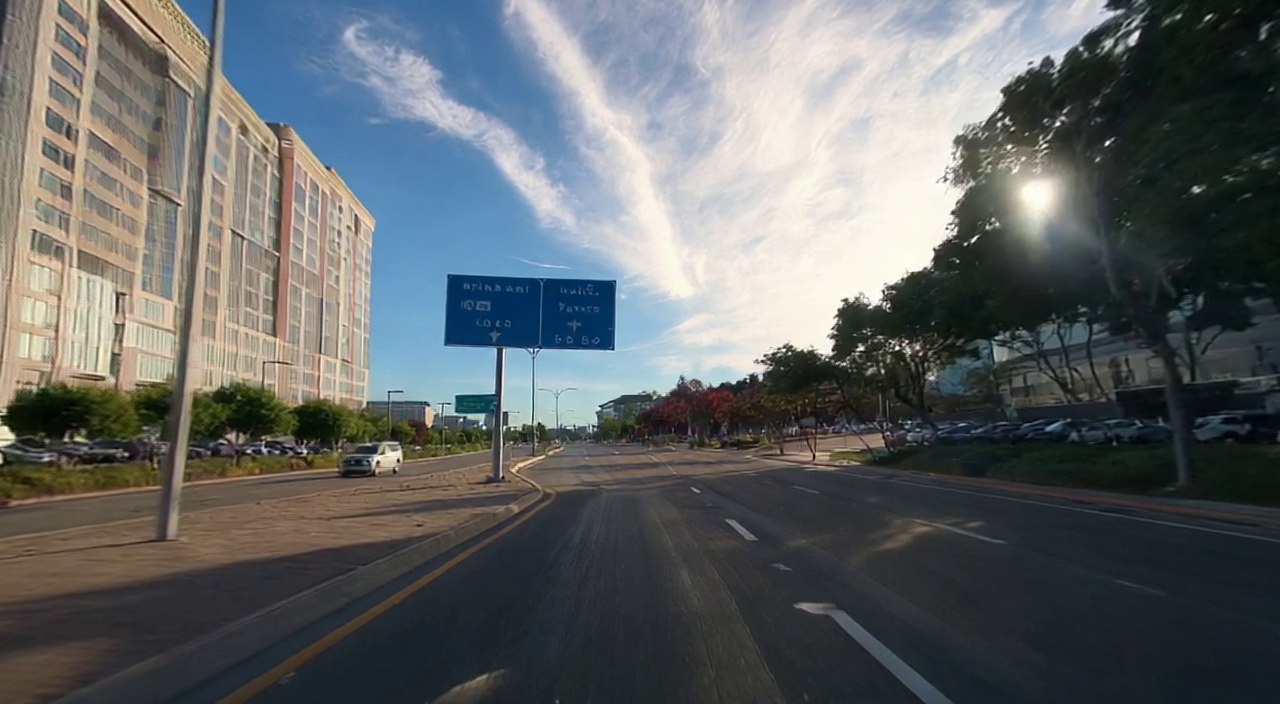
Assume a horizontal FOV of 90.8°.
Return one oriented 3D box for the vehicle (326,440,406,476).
[{"bbox_3d":[-14.435,5.608,33.647,2.105,1.774,4.800,0,-8,0],"label":"vehicle"}]
